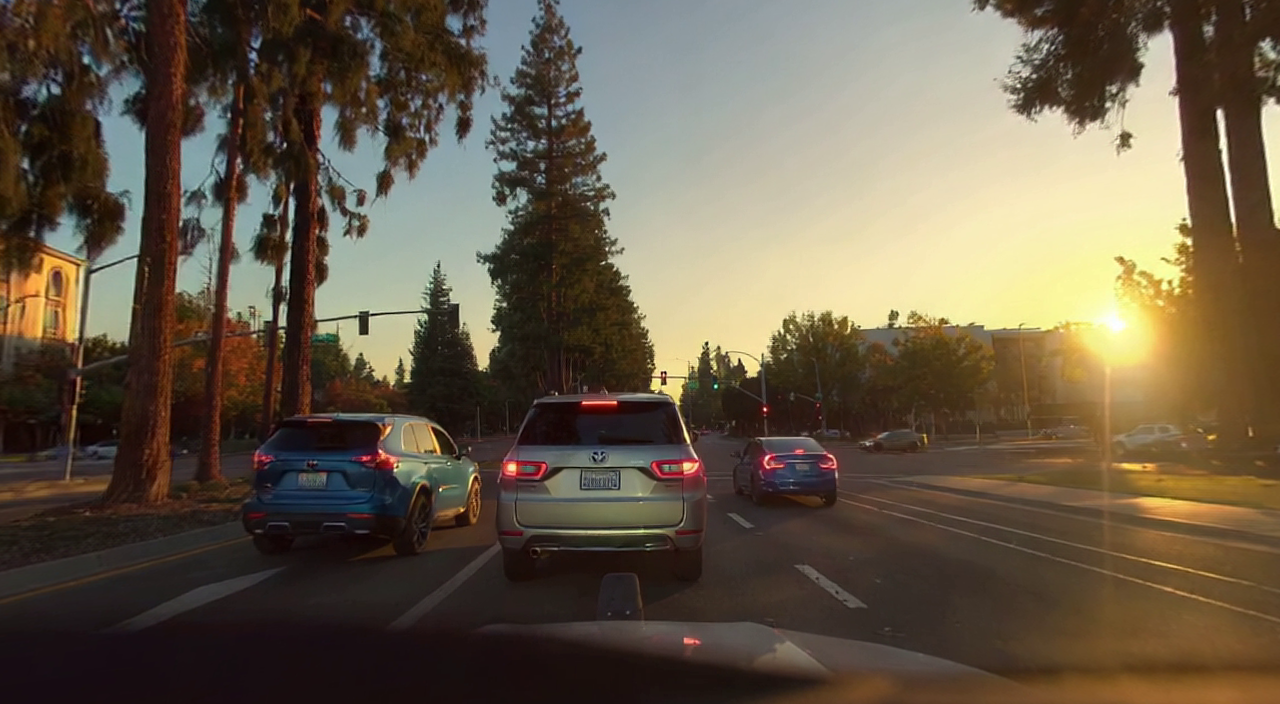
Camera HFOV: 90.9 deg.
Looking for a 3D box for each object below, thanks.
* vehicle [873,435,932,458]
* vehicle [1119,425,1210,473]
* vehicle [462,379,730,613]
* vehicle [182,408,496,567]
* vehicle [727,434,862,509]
[{"bbox_3d":[19.990,7.197,47.938,4.361,1.653,2.034,6,-10,-35],"label":"vehicle"},{"bbox_3d":[19.218,3.534,23.040,4.215,1.578,1.892,8,-12,-43],"label":"vehicle"},{"bbox_3d":[-0.342,1.430,7.114,2.064,1.817,4.298,0,-8,0],"label":"vehicle"},{"bbox_3d":[-3.722,1.771,9.022,2.160,1.666,4.583,0,-8,1],"label":"vehicle"},{"bbox_3d":[3.417,2.738,14.887,2.121,1.494,4.208,0,-8,0],"label":"vehicle"}]
